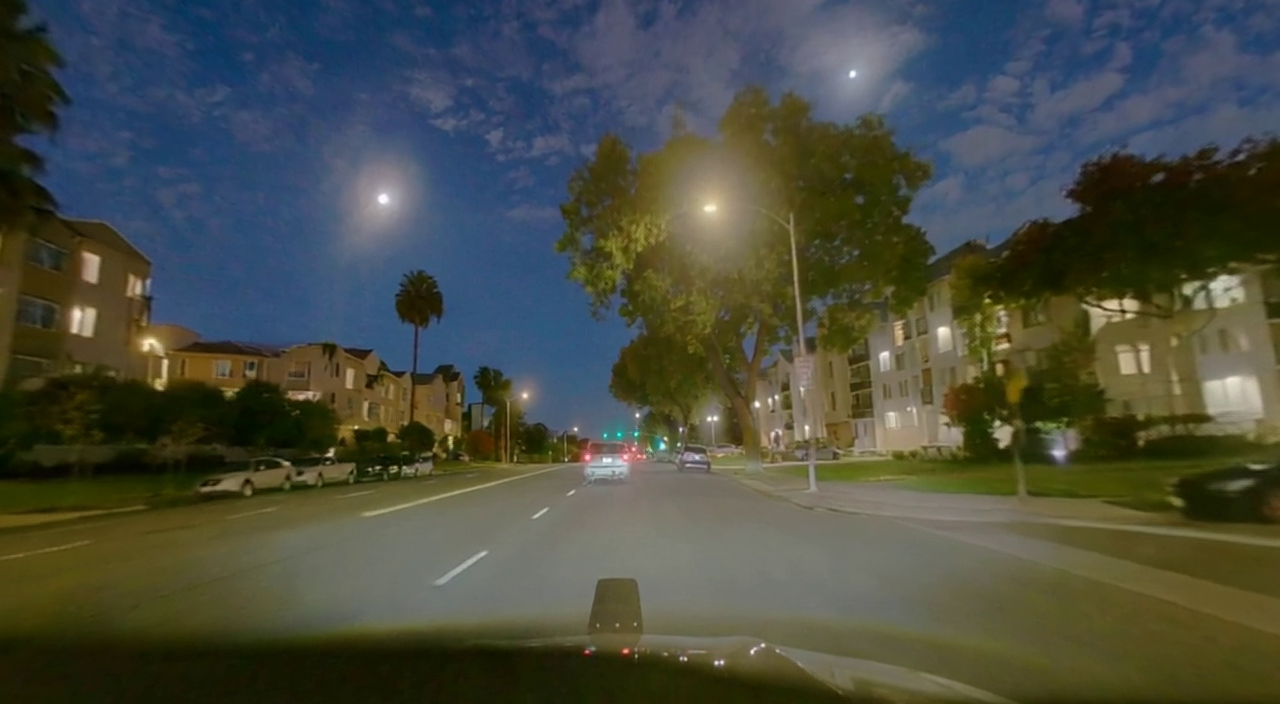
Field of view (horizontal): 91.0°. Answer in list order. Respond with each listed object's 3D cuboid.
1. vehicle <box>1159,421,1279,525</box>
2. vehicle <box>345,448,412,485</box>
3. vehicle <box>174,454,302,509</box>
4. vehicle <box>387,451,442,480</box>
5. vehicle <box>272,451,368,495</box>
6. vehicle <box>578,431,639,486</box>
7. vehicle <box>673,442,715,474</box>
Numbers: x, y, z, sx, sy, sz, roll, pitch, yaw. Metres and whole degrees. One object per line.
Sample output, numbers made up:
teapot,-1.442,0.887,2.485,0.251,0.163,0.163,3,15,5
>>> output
vehicle,12.711,2.022,11.404,4.873,1.624,1.924,-3,-9,-2
vehicle,-14.187,6.202,34.420,1.890,1.640,4.320,-3,-7,-1
vehicle,-14.225,4.549,22.625,1.884,1.451,4.435,-4,-7,-2
vehicle,-14.273,7.169,40.083,1.877,1.443,4.677,-3,-7,-1
vehicle,-14.164,5.335,28.182,1.875,1.496,4.728,-4,-7,0
vehicle,-1.060,3.975,23.730,1.994,1.810,5.057,0,-9,1
vehicle,3.145,6.297,37.464,1.949,1.685,4.161,3,-9,-2
